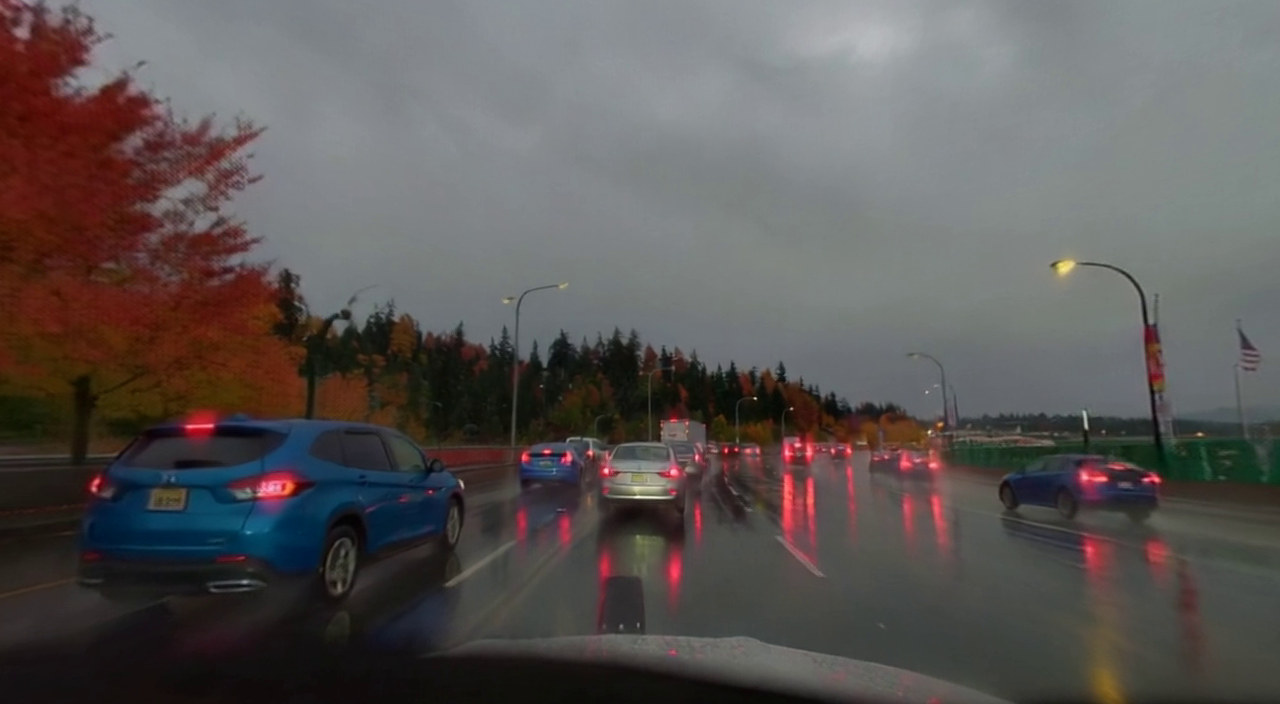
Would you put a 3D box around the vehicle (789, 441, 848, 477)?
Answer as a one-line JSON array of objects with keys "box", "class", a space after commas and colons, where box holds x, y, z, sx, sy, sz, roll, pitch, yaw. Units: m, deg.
[{"box": [8.341, 5.010, 29.797, 1.944, 1.544, 4.301, 0, -9, 6], "class": "vehicle"}]

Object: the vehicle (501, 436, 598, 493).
[{"box": [-2.669, 3.452, 19.727, 1.974, 1.549, 4.603, 0, -9, 5], "class": "vehicle"}]

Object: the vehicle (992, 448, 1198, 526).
[{"box": [10.781, 3.157, 15.434, 1.934, 1.585, 4.397, 0, -9, 3], "class": "vehicle"}]

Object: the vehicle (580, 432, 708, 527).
[{"box": [0.227, 2.409, 12.455, 2.090, 1.506, 4.276, 0, -9, 4], "class": "vehicle"}]

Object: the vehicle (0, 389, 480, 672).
[{"box": [-3.175, 1.365, 5.928, 1.988, 1.635, 4.260, 0, -9, 3], "class": "vehicle"}]

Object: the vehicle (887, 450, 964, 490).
[{"box": [12.001, 4.947, 26.725, 1.749, 1.481, 3.808, 0, -9, 5], "class": "vehicle"}]
